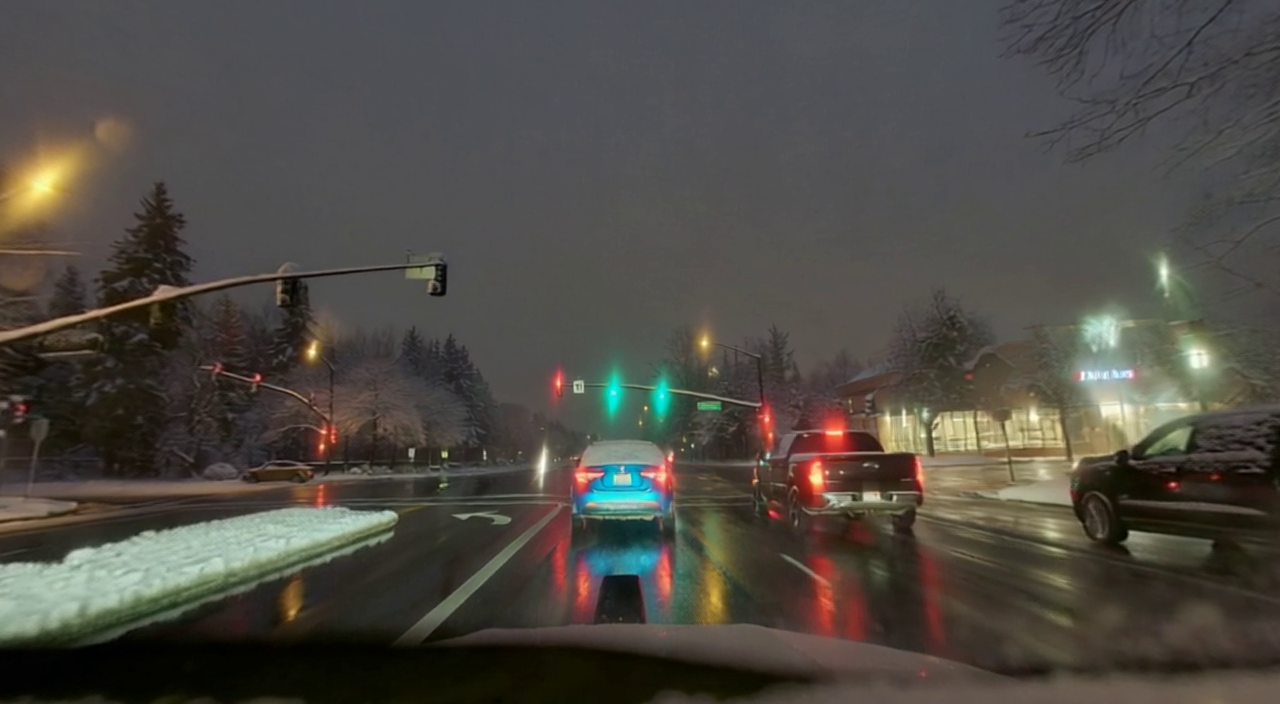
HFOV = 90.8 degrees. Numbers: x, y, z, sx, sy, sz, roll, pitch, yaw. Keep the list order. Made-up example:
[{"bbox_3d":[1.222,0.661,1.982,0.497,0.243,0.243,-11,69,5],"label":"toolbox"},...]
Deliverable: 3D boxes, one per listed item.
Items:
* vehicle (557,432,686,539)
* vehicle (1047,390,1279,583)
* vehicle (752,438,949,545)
[{"bbox_3d":[-0.316,2.393,11.943,2.037,1.674,3.693,0,-8,-1],"label":"vehicle"},{"bbox_3d":[7.547,1.436,6.940,2.240,1.923,5.678,0,-8,-1],"label":"vehicle"},{"bbox_3d":[3.530,2.400,11.678,1.955,1.550,4.587,0,-8,-1],"label":"vehicle"}]
